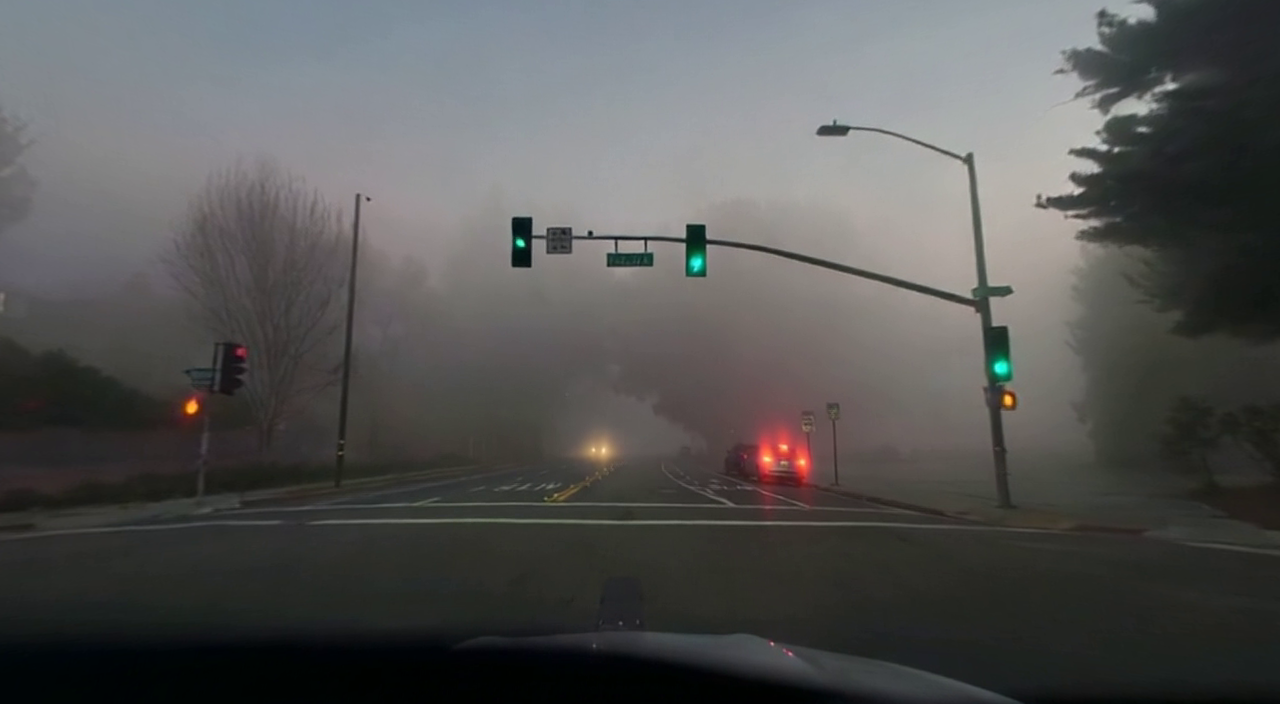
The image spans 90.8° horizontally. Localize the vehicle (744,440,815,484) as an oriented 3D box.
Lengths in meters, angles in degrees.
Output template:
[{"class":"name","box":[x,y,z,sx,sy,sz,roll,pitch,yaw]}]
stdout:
[{"class":"vehicle","box":[5.502,4.383,25.513,1.891,1.611,4.269,0,-8,0]}]
